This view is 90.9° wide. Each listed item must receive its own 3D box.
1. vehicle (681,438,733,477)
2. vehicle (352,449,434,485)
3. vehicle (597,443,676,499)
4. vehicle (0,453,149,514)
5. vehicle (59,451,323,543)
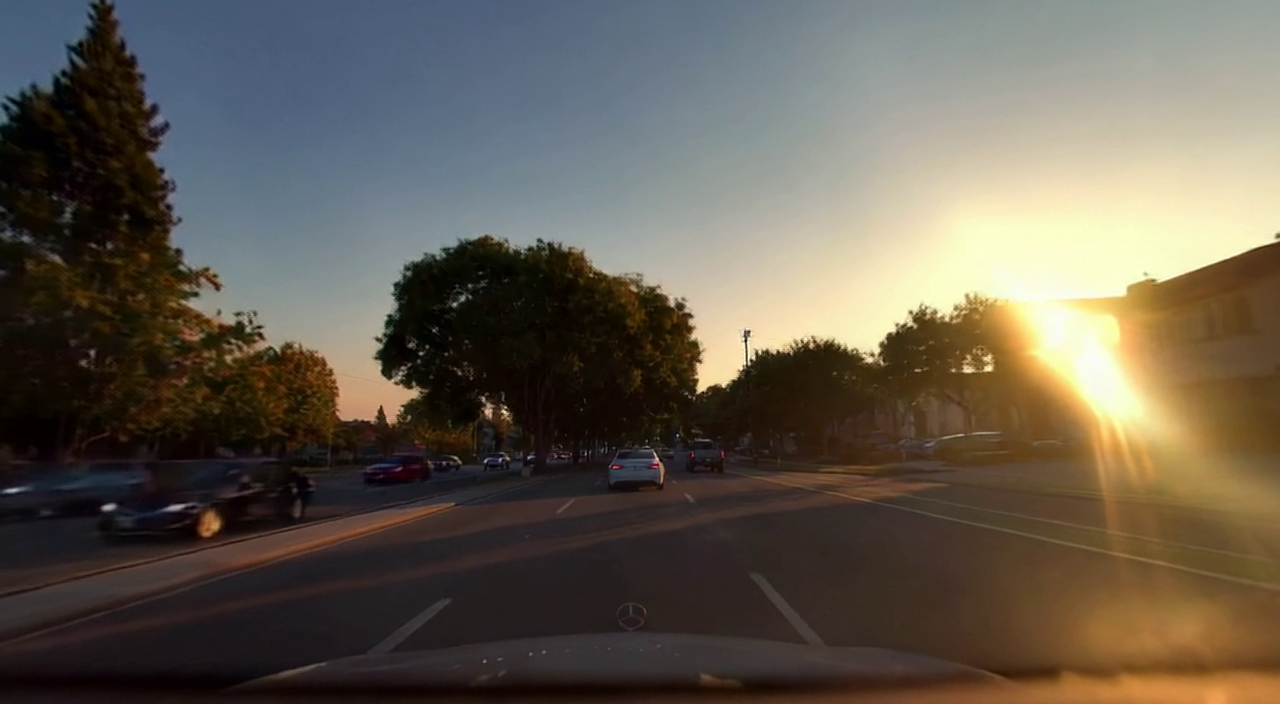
[{"bbox_3d":[3.281,5.273,31.743,2.073,1.822,4.276,0,-8,0],"label":"vehicle"},{"bbox_3d":[-11.422,5.340,29.508,1.917,1.488,4.611,0,-8,1],"label":"vehicle"},{"bbox_3d":[-0.106,3.525,19.114,2.140,1.474,4.026,0,-8,0],"label":"vehicle"},{"bbox_3d":[-18.622,4.108,20.230,1.906,1.655,4.691,0,-8,1],"label":"vehicle"},{"bbox_3d":[-8.688,2.802,12.877,2.035,1.463,4.527,0,-8,0],"label":"vehicle"}]
